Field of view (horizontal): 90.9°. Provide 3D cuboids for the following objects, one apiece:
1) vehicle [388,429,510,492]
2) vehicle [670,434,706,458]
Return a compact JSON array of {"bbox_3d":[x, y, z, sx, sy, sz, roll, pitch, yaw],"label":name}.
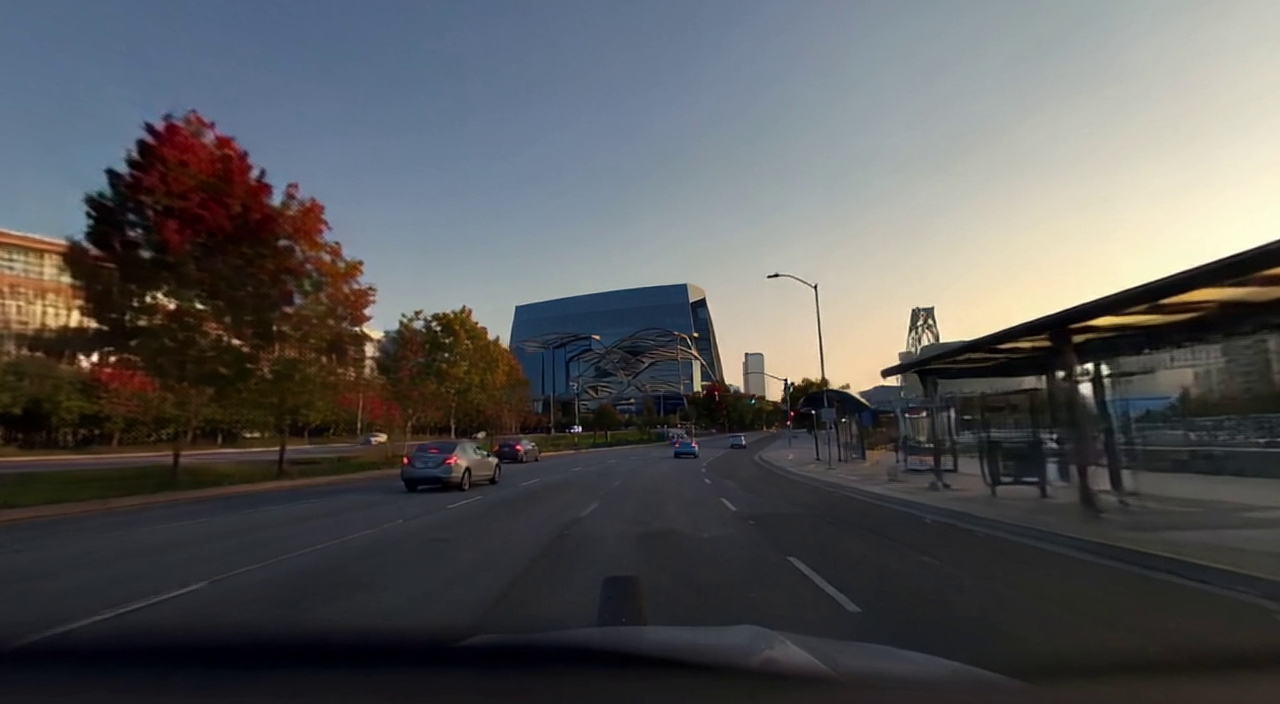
[{"bbox_3d":[-5.789,3.357,19.872,2.181,1.728,4.515,-1,-8,4],"label":"vehicle"},{"bbox_3d":[3.828,7.349,49.475,2.345,1.803,4.261,-2,-8,10],"label":"vehicle"}]
